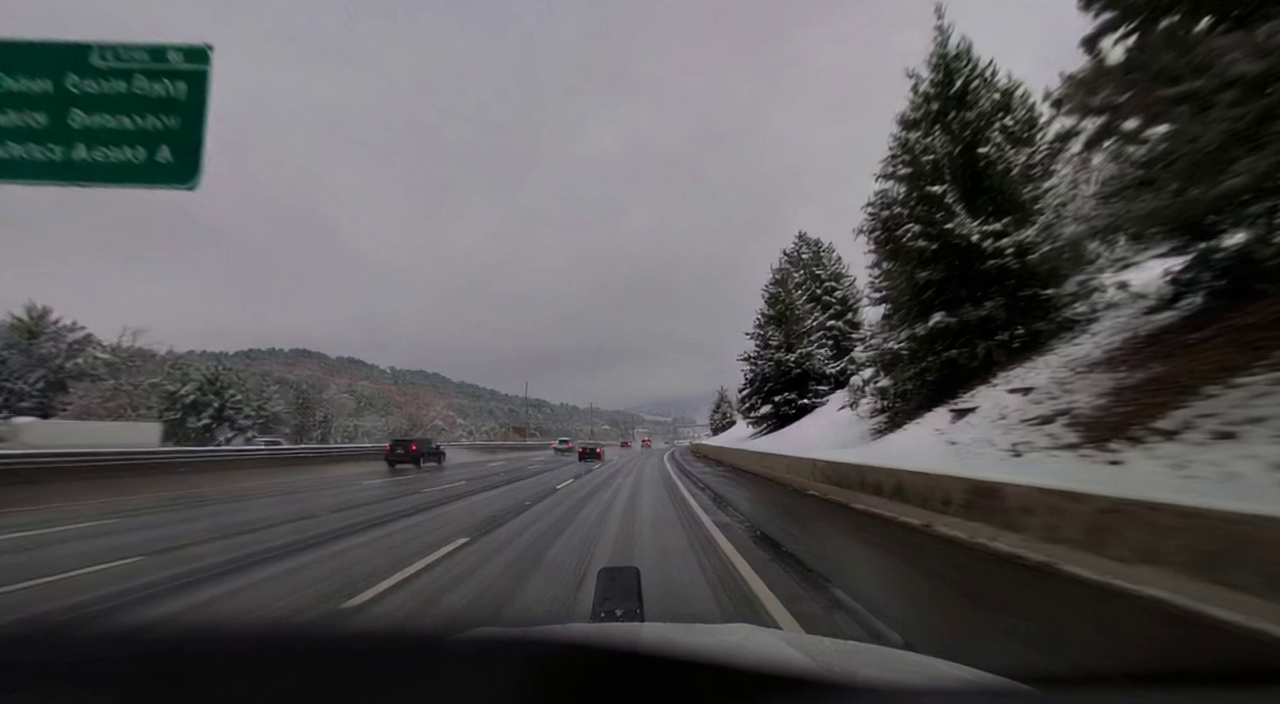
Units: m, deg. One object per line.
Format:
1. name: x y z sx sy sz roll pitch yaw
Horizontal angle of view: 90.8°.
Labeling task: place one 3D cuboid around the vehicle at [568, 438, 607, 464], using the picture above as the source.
1. vehicle: -3.233 6.158 39.417 1.931 1.492 4.076 0 -8 2

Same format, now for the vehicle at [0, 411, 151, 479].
1. vehicle: -29.571 4.512 30.662 3.067 2.979 10.426 0 -8 2

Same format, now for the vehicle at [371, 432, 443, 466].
1. vehicle: -13.145 5.520 35.926 2.076 1.766 4.831 0 -8 2
